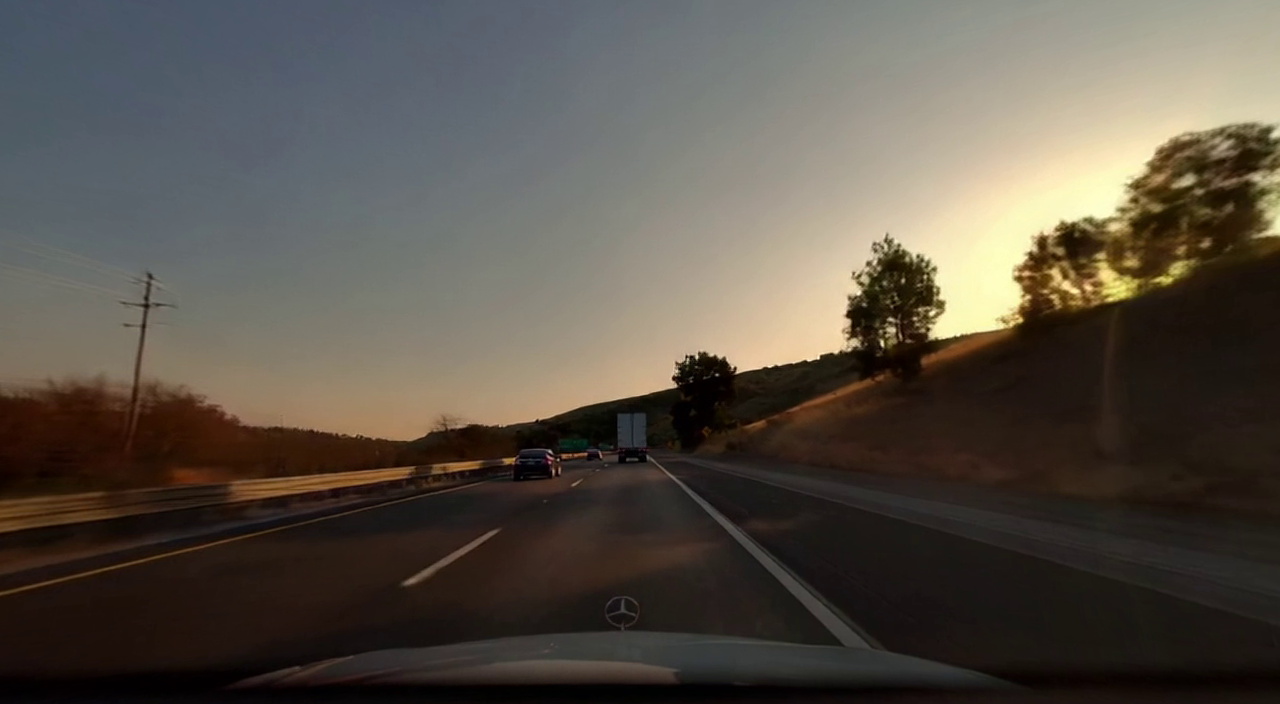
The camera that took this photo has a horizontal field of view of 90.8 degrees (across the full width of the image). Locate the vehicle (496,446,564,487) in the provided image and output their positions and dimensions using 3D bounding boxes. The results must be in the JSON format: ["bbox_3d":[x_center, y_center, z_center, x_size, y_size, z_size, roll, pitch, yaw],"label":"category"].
[{"bbox_3d":[-4.353,4.605,25.623,1.978,1.507,4.062,0,-9,1],"label":"vehicle"}]
